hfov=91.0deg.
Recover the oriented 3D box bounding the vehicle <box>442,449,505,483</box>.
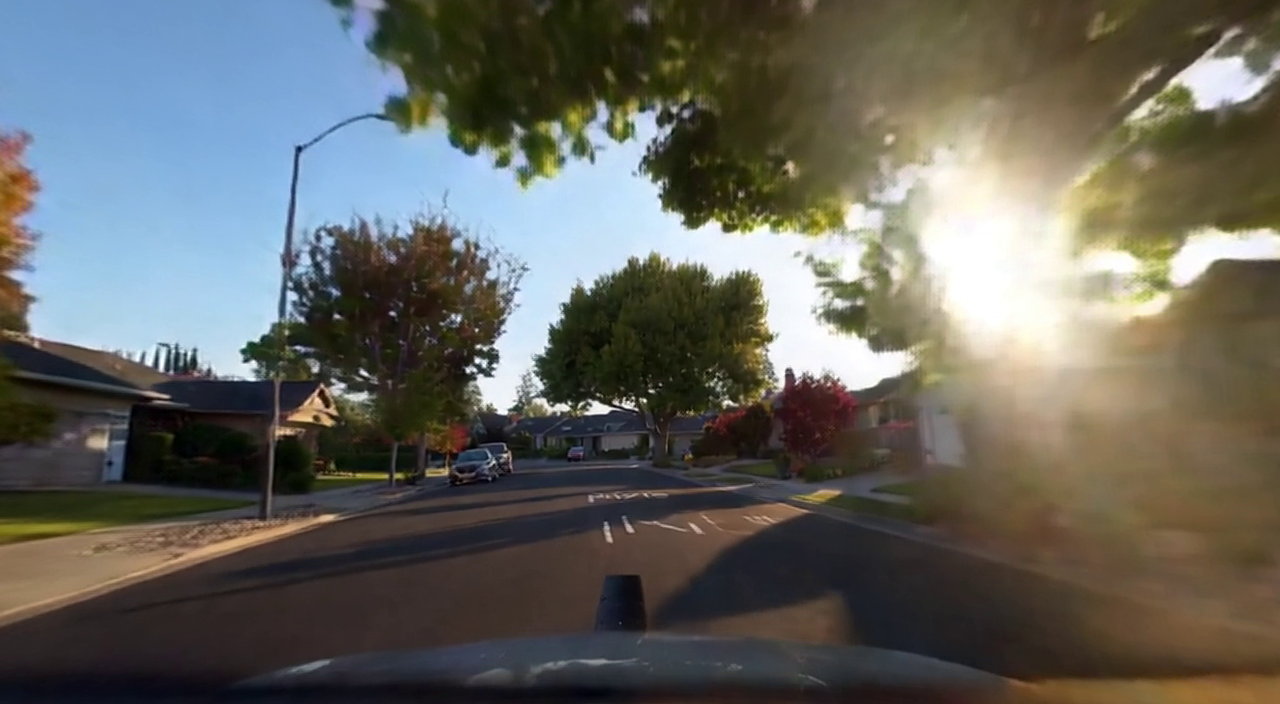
[{"bbox_3d":[-7.469,5.130,28.645,2.017,1.397,4.004,0,-9,-4],"label":"vehicle"}]
